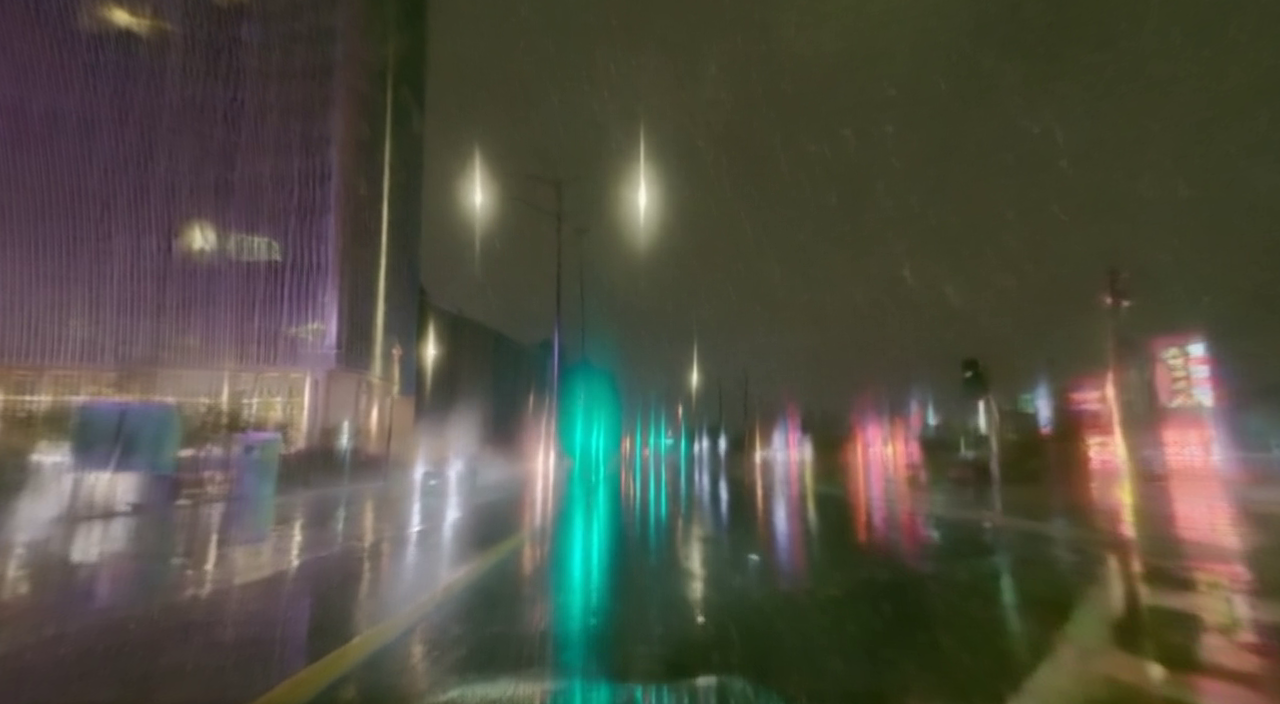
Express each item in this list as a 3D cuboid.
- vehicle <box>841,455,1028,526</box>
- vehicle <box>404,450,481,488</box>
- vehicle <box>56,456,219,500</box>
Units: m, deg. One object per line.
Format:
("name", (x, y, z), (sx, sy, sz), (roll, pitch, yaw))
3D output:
("vehicle", (6.912, 3.282, 15.533), (2.675, 1.452, 4.213), (0, -9, 2))
("vehicle", (-8.624, 5.135, 28.023), (1.905, 1.533, 4.419), (0, -9, 1))
("vehicle", (-18.244, 4.558, 23.282), (2.448, 1.407, 4.308), (0, -9, 0))
